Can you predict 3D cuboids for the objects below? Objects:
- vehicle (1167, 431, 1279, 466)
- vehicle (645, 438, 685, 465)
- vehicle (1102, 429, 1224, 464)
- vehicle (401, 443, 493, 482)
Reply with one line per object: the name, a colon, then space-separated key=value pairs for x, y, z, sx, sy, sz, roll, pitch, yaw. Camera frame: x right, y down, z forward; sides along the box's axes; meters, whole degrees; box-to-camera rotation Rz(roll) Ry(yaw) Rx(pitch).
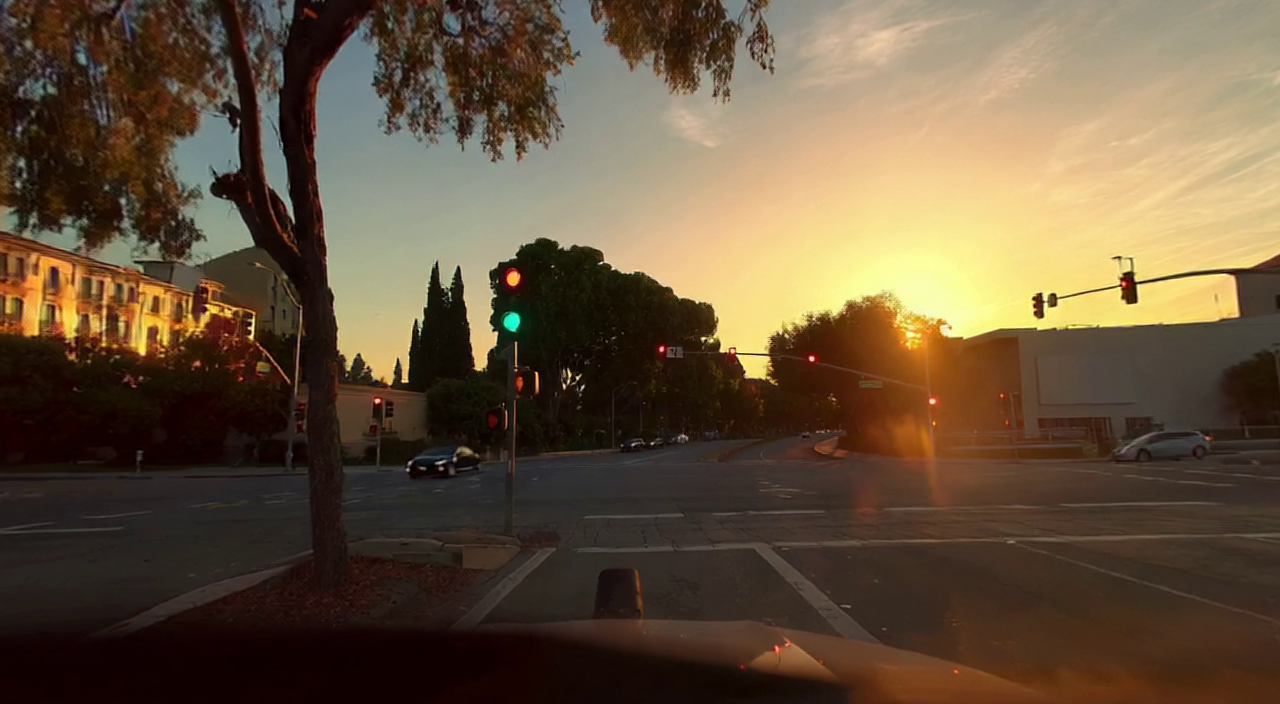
vehicle: x=26.302 y=4.238 z=27.875 sx=4.644 sy=1.470 sz=1.922 roll=1 pitch=-8 yaw=-10
vehicle: x=1.760 y=6.773 z=43.252 sx=2.197 sy=1.739 sz=4.177 roll=-2 pitch=-8 yaw=10
vehicle: x=25.927 y=4.680 z=31.355 sx=4.441 sy=1.674 sz=2.035 roll=1 pitch=-8 yaw=-8
vehicle: x=-7.948 y=4.589 z=26.524 sx=2.002 sy=1.483 sz=4.696 roll=-1 pitch=-8 yaw=6
